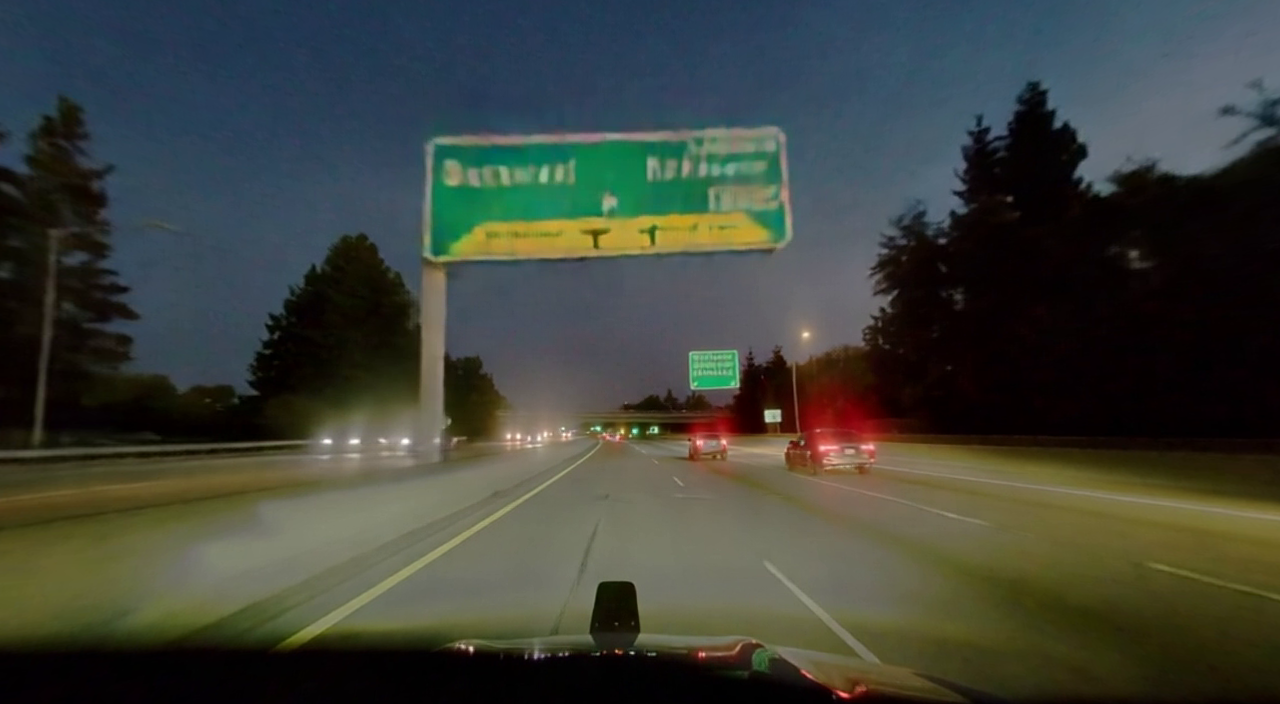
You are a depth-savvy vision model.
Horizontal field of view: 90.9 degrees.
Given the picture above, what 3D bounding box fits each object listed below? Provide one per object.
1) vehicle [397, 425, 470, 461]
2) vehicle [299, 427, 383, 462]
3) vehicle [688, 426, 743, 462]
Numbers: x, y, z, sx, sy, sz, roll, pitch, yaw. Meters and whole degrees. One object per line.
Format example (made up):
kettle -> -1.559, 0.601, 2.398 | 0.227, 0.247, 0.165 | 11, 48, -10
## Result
vehicle -> -9.415, 4.155, 29.072 | 2.070, 1.520, 4.122 | 0, -7, -2
vehicle -> -13.454, 4.175, 28.636 | 1.929, 1.465, 3.997 | 0, -7, -2
vehicle -> 3.487, 4.314, 29.763 | 1.938, 1.578, 3.764 | 0, -8, -3
